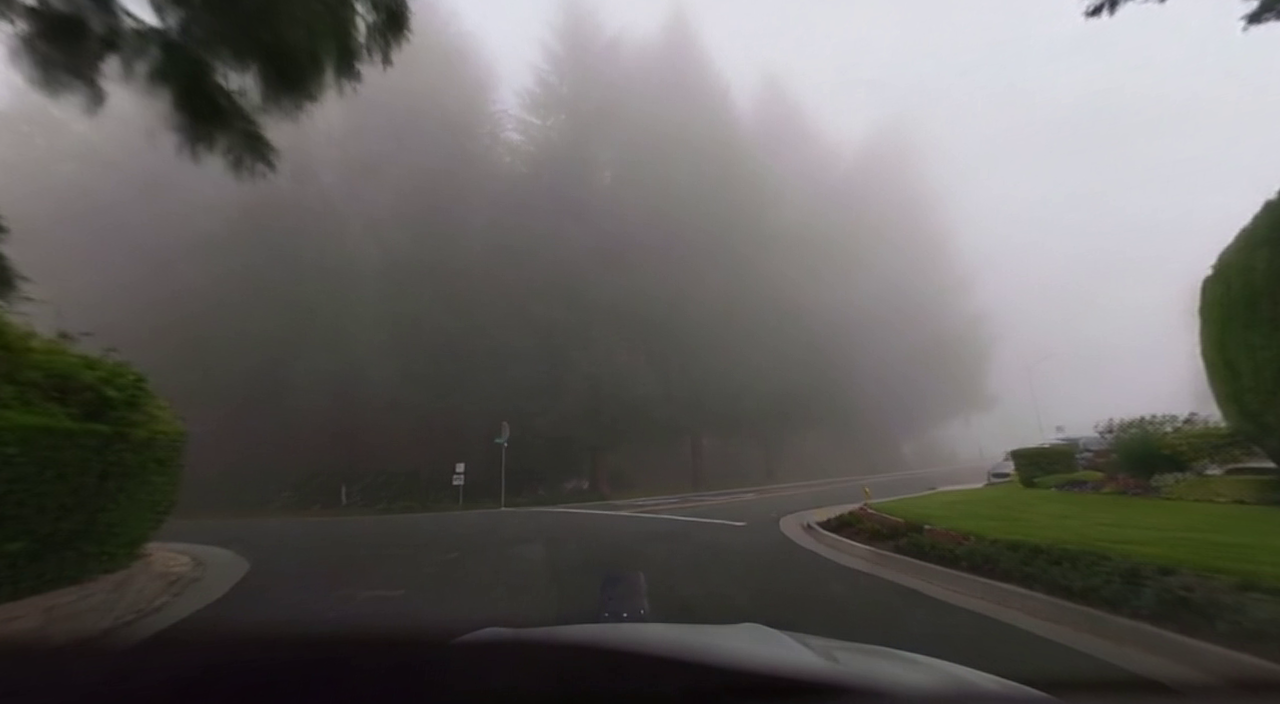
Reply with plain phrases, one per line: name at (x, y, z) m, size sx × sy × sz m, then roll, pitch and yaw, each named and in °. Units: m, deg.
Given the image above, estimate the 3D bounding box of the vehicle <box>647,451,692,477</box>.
vehicle at (1.837, 7.226, 40.683) m, size 1.802 × 1.548 × 3.501 m, roll 3°, pitch -11°, yaw -17°

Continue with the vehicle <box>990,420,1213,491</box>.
vehicle at (13.091, 2.991, 18.376) m, size 2.023 × 1.756 × 4.799 m, roll 3°, pitch -9°, yaw -20°
